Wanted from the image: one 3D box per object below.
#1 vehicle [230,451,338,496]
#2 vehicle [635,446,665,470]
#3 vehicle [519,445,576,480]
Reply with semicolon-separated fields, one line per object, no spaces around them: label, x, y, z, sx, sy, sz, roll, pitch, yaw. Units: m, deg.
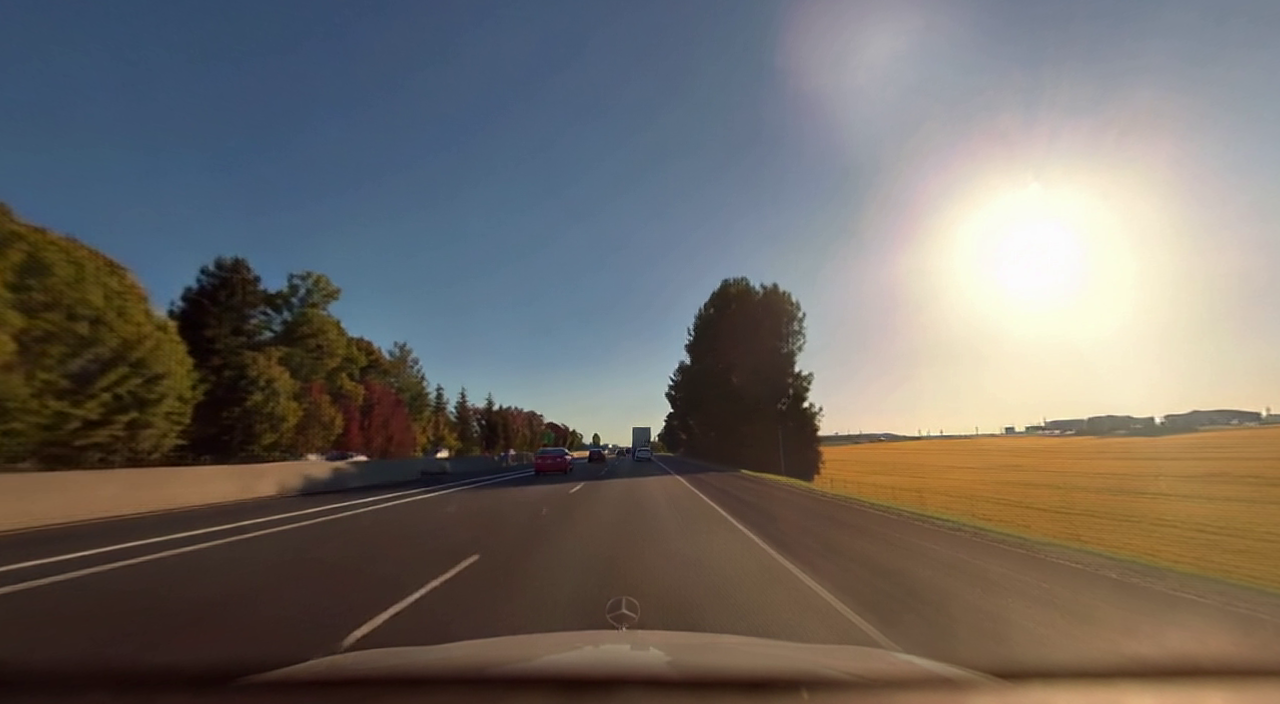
vehicle;-12.287;4.173;22.023;1.743;1.405;3.476;0;-9;-1
vehicle;0.675;7.485;44.732;1.992;1.593;3.937;0;-9;-1
vehicle;-4.424;5.336;30.713;2.172;1.548;3.953;0;-9;0
